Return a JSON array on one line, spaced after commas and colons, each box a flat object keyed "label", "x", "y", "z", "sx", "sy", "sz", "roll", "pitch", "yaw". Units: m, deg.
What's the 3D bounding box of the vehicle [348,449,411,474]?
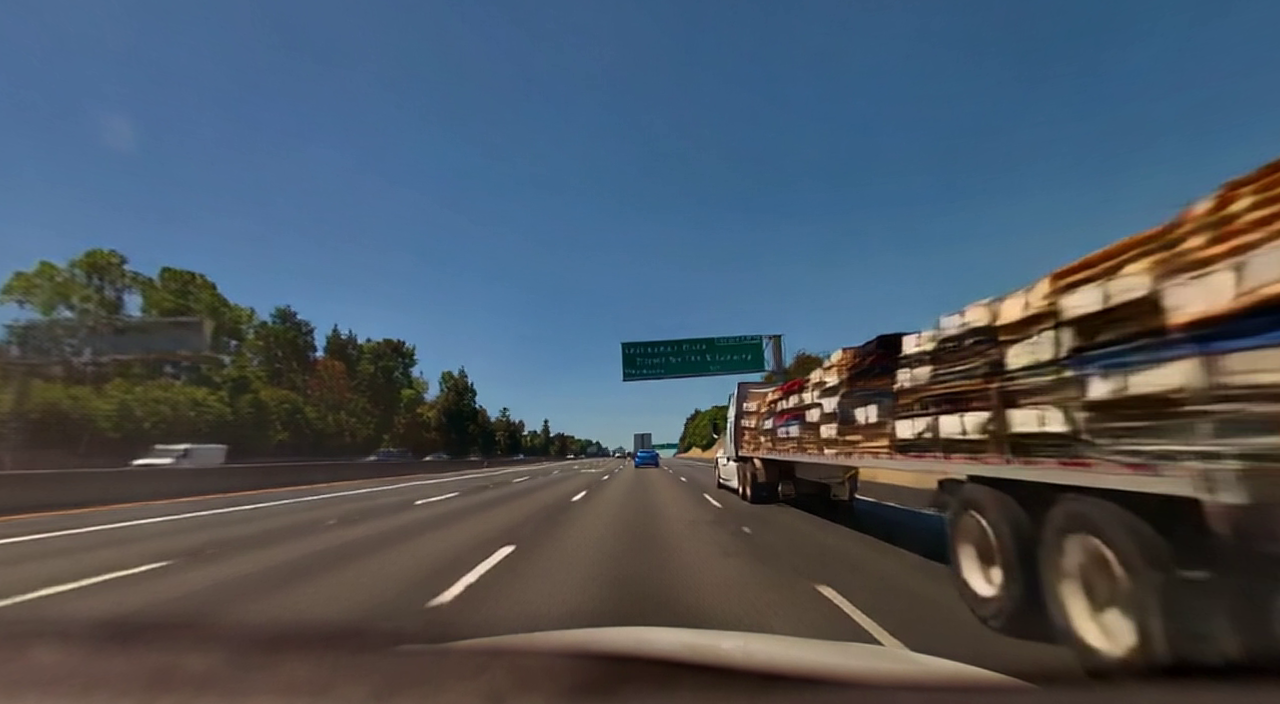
[{"label": "vehicle", "x": -17.350, "y": 7.301, "z": 42.301, "sx": 1.948, "sy": 1.538, "sz": 5.039, "roll": 0, "pitch": -8, "yaw": 1}]

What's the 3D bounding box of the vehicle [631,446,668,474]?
[{"label": "vehicle", "x": 0.534, "y": 6.390, "z": 37.554, "sx": 2.042, "sy": 1.528, "sz": 4.300, "roll": 0, "pitch": -8, "yaw": 0}]

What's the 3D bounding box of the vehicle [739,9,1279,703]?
[{"label": "vehicle", "x": 4.412, "y": 1.195, "z": 10.171, "sx": 2.917, "sy": 3.179, "sz": 18.723, "roll": 0, "pitch": -9, "yaw": 1}]

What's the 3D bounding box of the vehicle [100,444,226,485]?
[{"label": "vehicle", "x": -25.446, "y": 5.987, "z": 34.044, "sx": 2.168, "sy": 1.955, "sz": 5.931, "roll": 0, "pitch": -8, "yaw": 0}]
